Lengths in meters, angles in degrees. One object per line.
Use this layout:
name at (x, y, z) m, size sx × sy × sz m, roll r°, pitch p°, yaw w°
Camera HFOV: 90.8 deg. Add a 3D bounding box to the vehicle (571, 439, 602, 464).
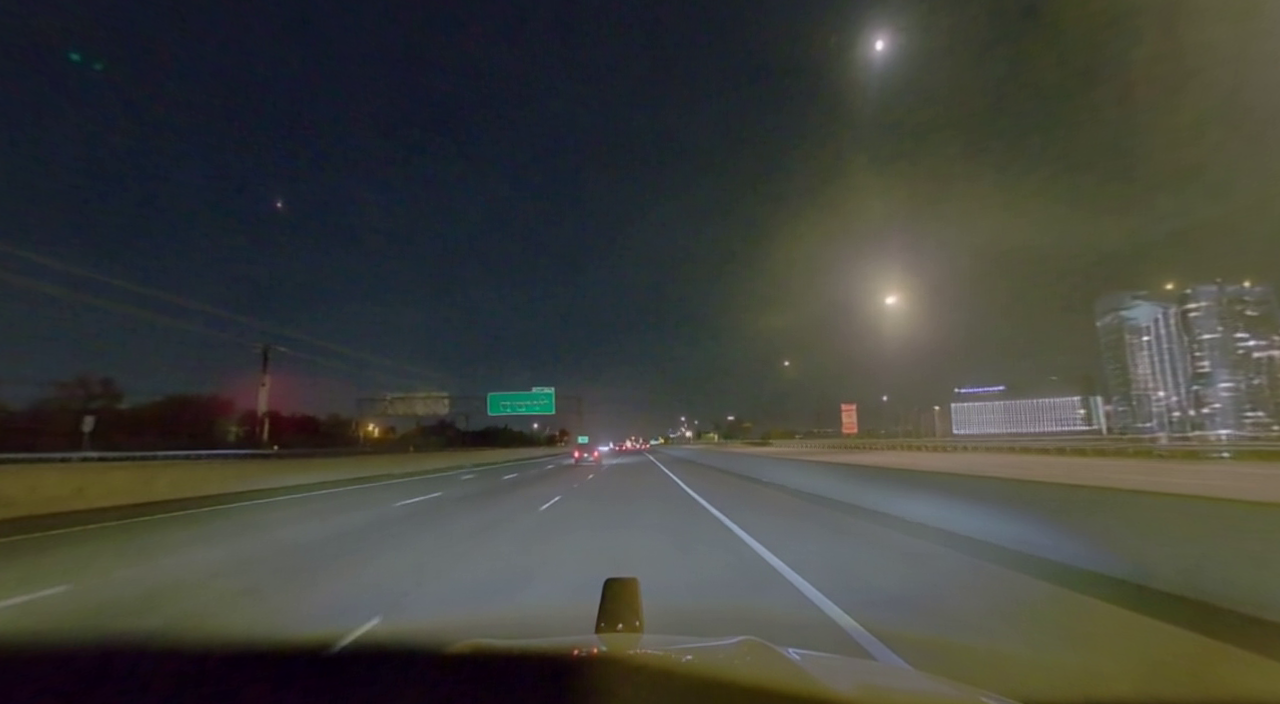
vehicle at (-4.019, 7.557, 48.196) m, size 2.047 × 1.786 × 4.217 m, roll 0°, pitch -8°, yaw -1°
